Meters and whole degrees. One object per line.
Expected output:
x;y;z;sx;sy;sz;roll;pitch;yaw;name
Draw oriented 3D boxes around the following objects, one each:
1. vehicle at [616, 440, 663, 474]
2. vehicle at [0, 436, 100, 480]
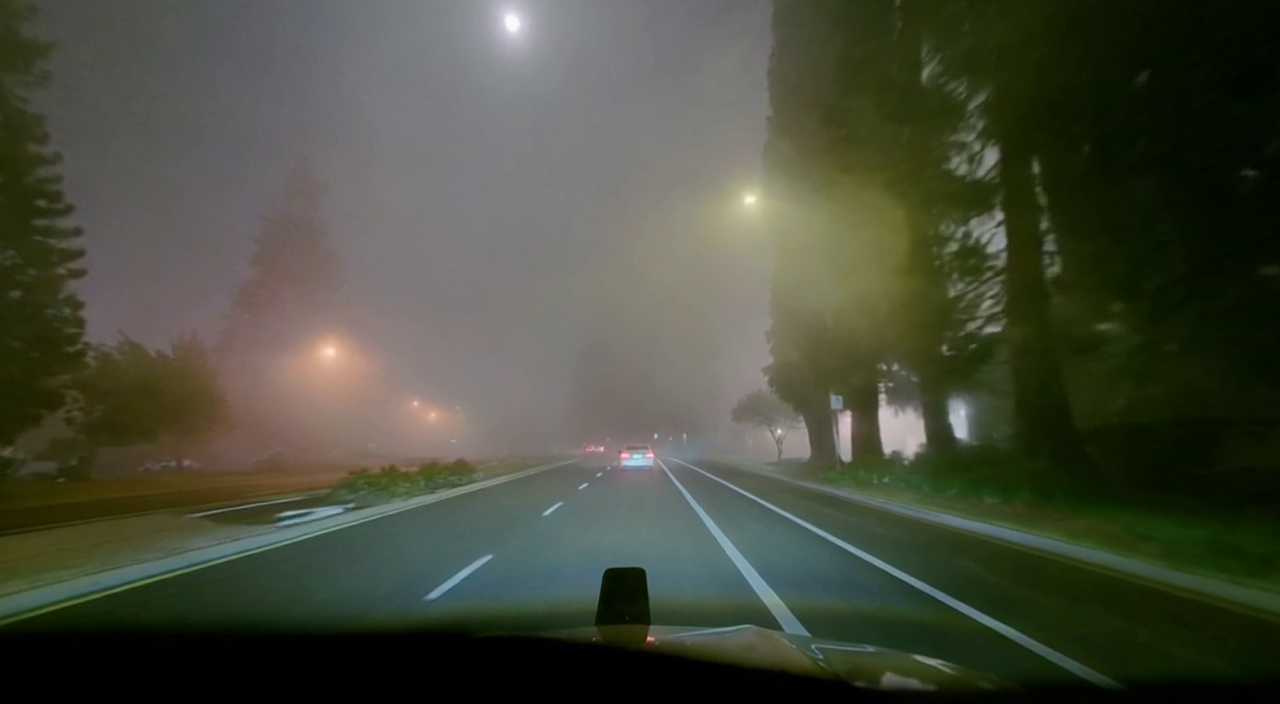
-0.002;4.834;29.327;2.009;1.456;4.003;0;-8;0;vehicle
-46.305;8.089;47.996;7.398;2.926;2.814;2;-7;-33;vehicle
